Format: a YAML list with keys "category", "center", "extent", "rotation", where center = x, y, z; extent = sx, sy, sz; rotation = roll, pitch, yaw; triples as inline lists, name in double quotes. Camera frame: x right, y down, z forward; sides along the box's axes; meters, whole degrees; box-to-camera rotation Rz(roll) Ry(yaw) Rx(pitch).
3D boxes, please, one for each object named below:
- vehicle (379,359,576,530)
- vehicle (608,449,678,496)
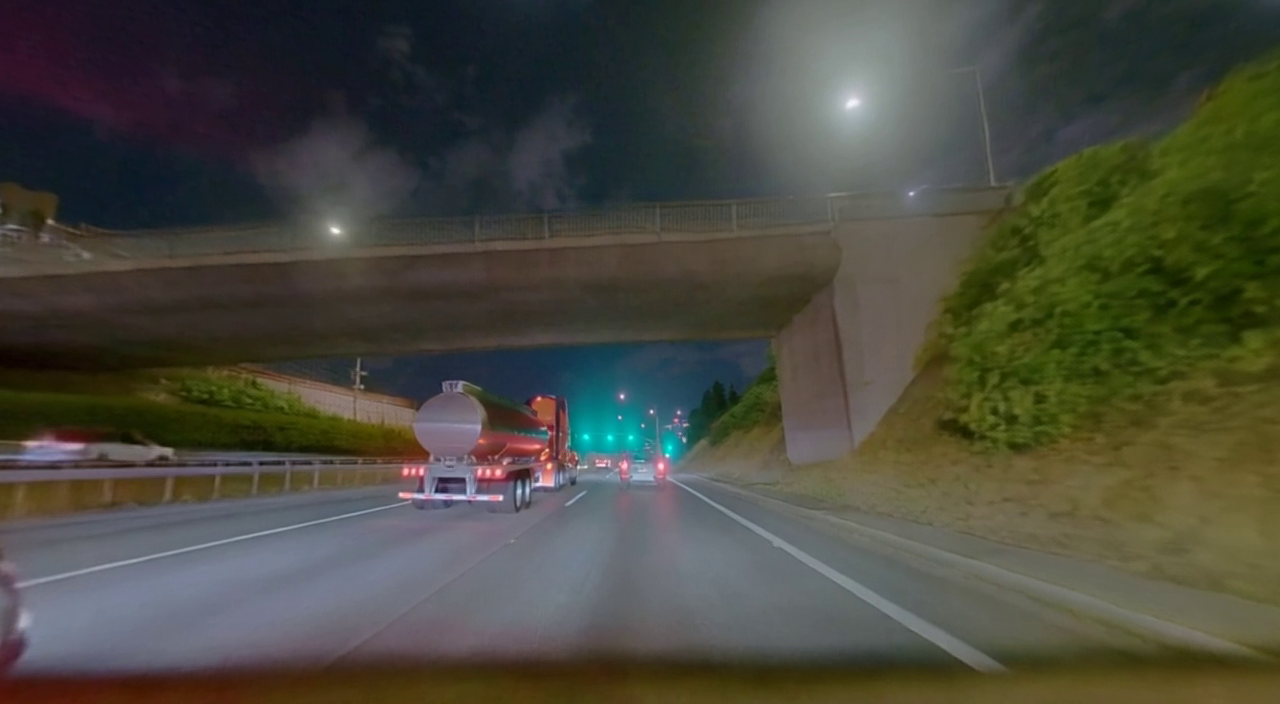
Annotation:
- category: "vehicle"
  center: [-4.132, 3.011, 20.570]
  extent: [2.896, 3.563, 14.643]
  rotation: [0, -9, -1]
- category: "vehicle"
  center: [0.059, 4.138, 22.137]
  extent: [2.215, 1.481, 4.246]
  rotation: [0, -9, -1]
